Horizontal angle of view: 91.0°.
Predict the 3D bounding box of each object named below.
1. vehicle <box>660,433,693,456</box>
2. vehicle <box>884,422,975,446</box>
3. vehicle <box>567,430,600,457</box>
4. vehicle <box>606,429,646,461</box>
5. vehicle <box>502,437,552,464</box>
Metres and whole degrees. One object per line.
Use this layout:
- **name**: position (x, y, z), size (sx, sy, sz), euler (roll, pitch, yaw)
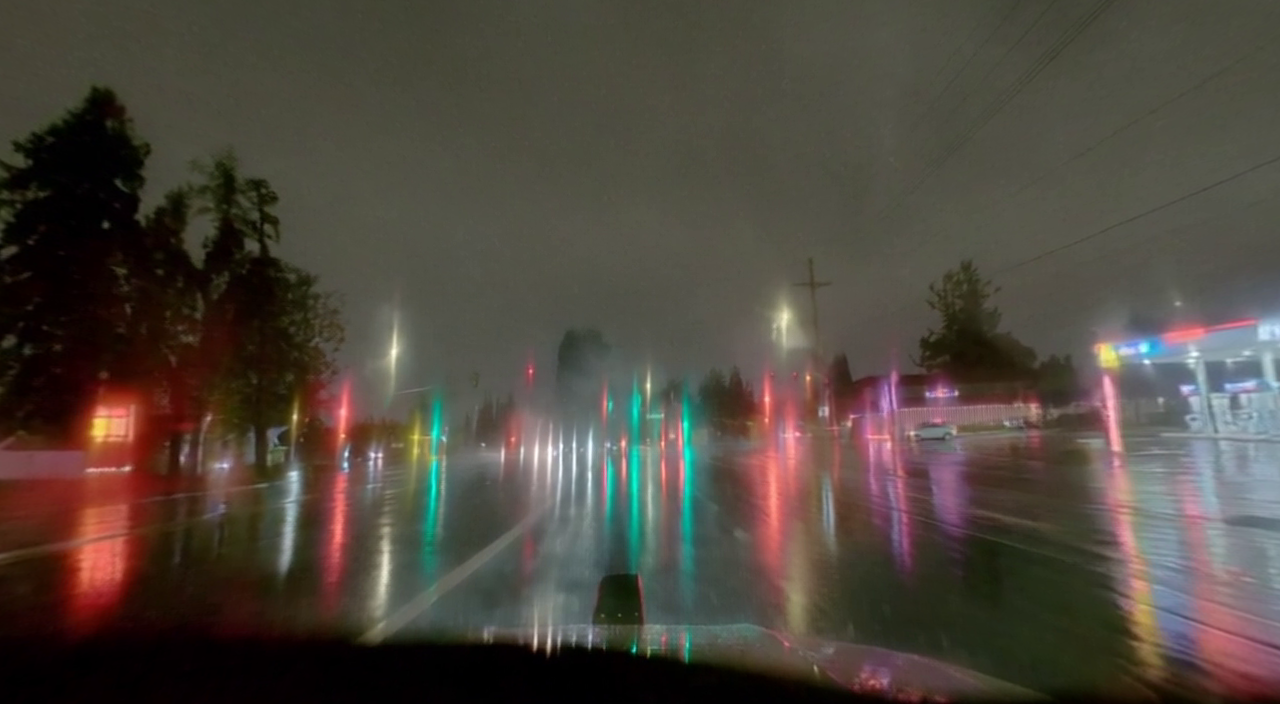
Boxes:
- **vehicle**: position (2.721, 7.018, 47.884), size (2.103, 1.647, 4.318), euler (0, -8, -2)
- **vehicle**: position (18.001, 5.114, 39.266), size (4.660, 1.462, 2.034), euler (0, -8, 0)
- **vehicle**: position (-4.006, 6.608, 45.284), size (2.139, 1.851, 3.970), euler (0, -8, -2)
- **vehicle**: position (-0.757, 5.348, 36.245), size (2.146, 1.742, 4.095), euler (0, -8, 0)
- **vehicle**: position (-6.357, 5.594, 35.977), size (2.033, 1.442, 4.668), euler (0, -8, -1)
